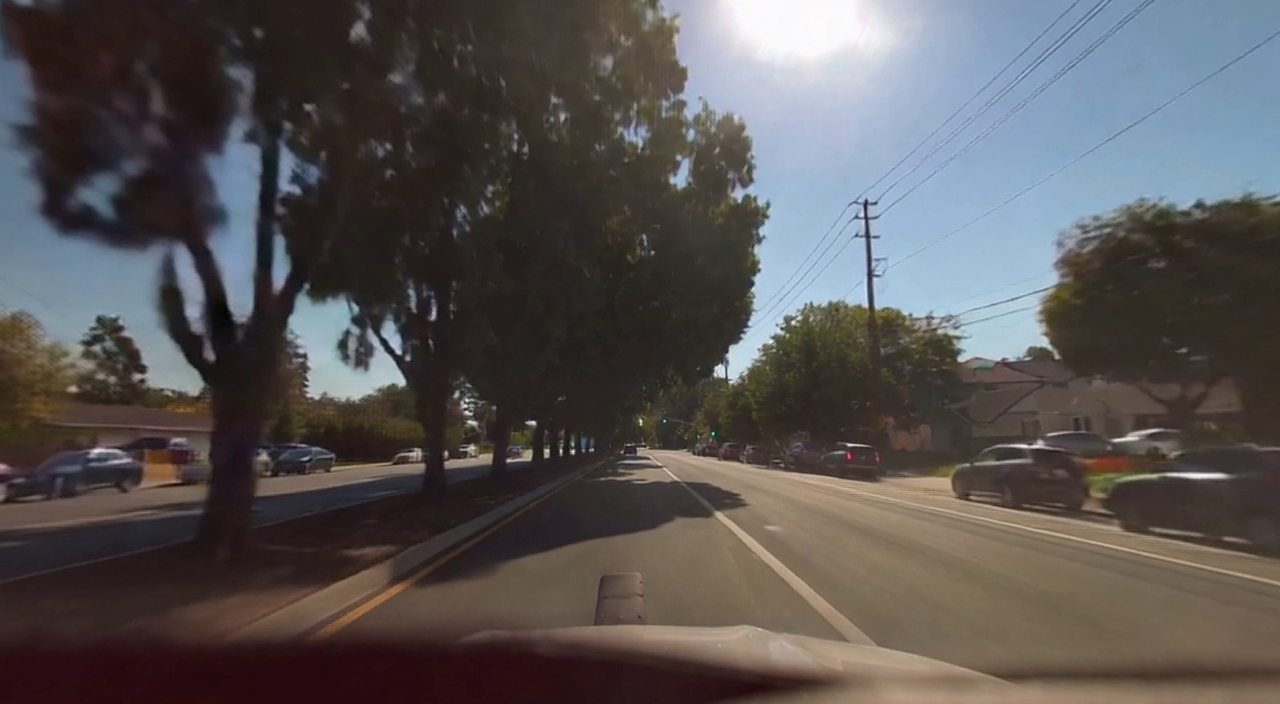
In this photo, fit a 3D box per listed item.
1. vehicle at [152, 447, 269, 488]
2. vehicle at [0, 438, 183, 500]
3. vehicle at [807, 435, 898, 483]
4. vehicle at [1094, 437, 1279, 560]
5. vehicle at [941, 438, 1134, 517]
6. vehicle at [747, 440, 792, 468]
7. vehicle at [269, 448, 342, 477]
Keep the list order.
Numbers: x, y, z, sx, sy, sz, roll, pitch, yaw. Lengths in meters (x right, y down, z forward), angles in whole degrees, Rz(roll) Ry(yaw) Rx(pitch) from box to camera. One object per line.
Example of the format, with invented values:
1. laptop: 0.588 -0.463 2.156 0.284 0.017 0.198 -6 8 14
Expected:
1. vehicle: -18.556 4.979 27.625 1.876 1.502 4.696 -2 -7 0
2. vehicle: -18.462 3.919 21.644 1.992 1.845 4.935 0 -8 -1
3. vehicle: 9.714 4.938 29.550 2.209 1.982 5.787 0 -8 0
4. vehicle: 9.753 2.195 9.893 1.885 1.685 4.430 0 -8 -1
5. vehicle: 9.673 3.049 15.916 1.949 1.698 4.351 0 -8 -1
6. vehicle: 9.658 7.634 47.539 2.176 1.893 5.744 2 -8 0
7. vehicle: -18.557 6.130 35.279 1.732 1.460 3.932 -1 -8 4
